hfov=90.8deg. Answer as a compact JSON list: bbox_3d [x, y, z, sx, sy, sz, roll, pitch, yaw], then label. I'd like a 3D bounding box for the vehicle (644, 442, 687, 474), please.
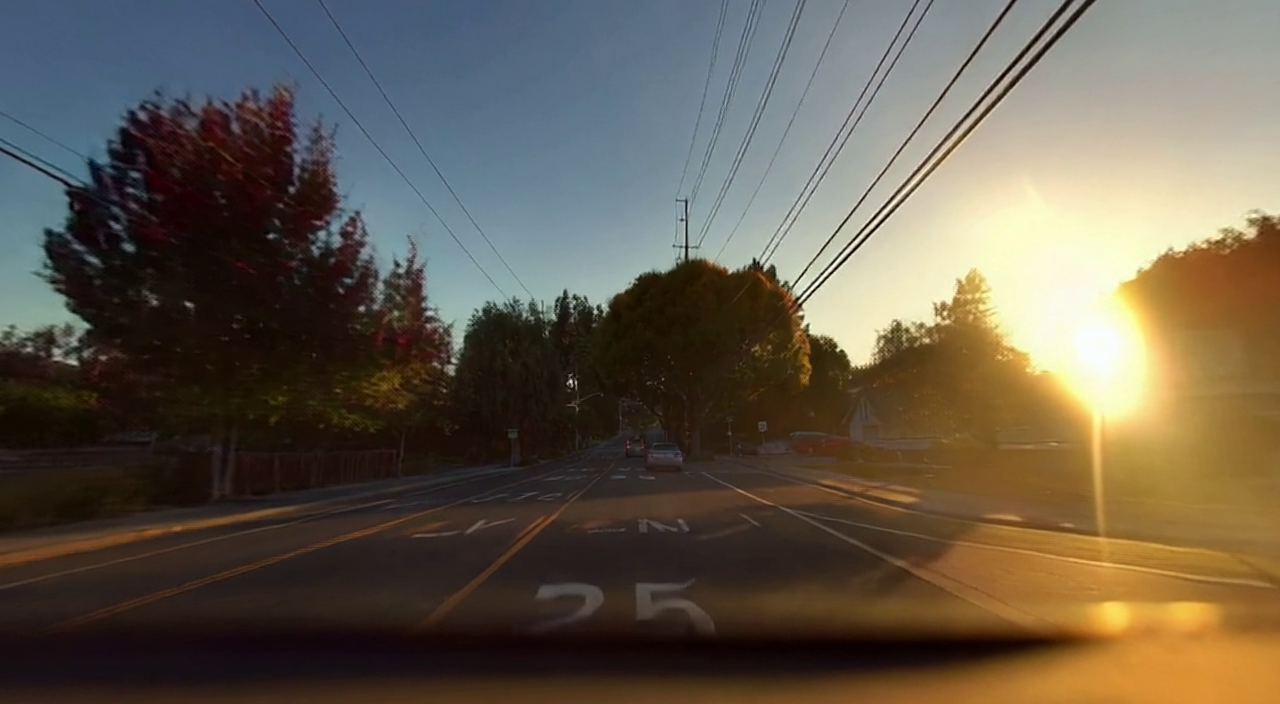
[{"bbox_3d":[1.187,5.181,31.086,1.975,1.497,3.647,0,-8,0],"label":"vehicle"}]
